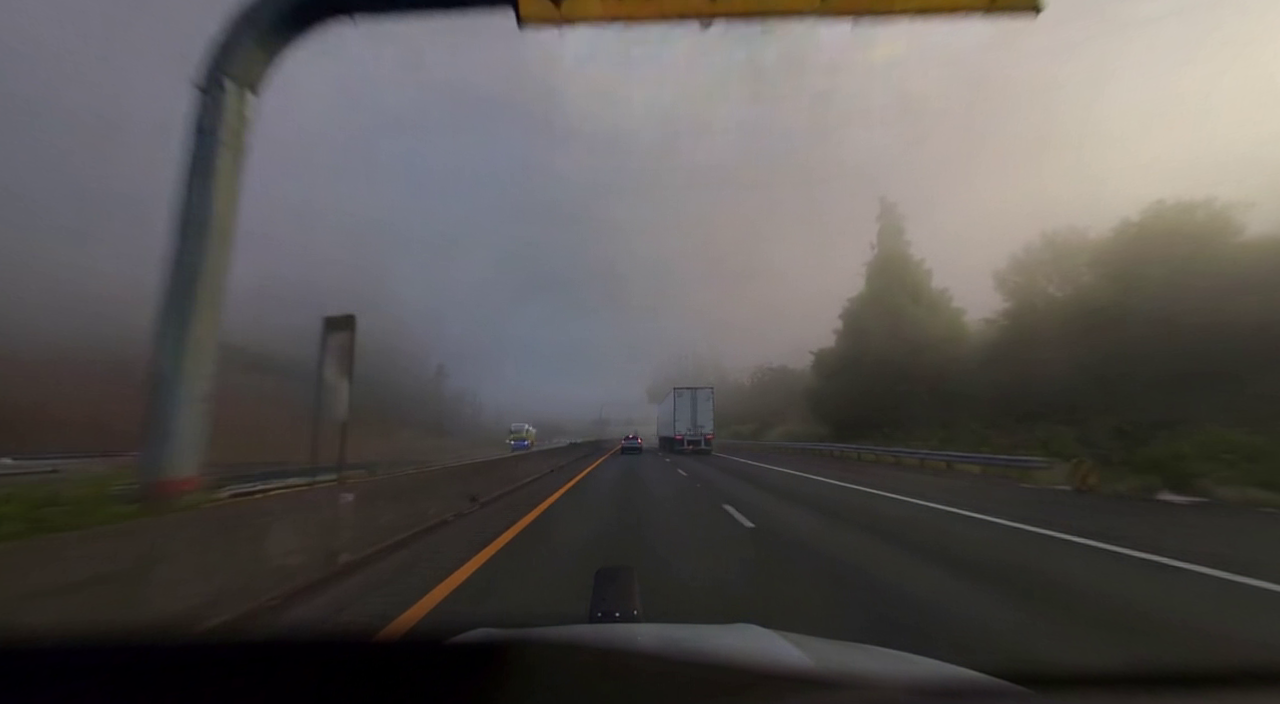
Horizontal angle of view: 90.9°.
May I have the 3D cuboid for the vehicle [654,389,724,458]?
[{"bbox_3d":[3.055,5.237,44.949,3.376,4.017,16.232,0,-8,-1],"label":"vehicle"}]
